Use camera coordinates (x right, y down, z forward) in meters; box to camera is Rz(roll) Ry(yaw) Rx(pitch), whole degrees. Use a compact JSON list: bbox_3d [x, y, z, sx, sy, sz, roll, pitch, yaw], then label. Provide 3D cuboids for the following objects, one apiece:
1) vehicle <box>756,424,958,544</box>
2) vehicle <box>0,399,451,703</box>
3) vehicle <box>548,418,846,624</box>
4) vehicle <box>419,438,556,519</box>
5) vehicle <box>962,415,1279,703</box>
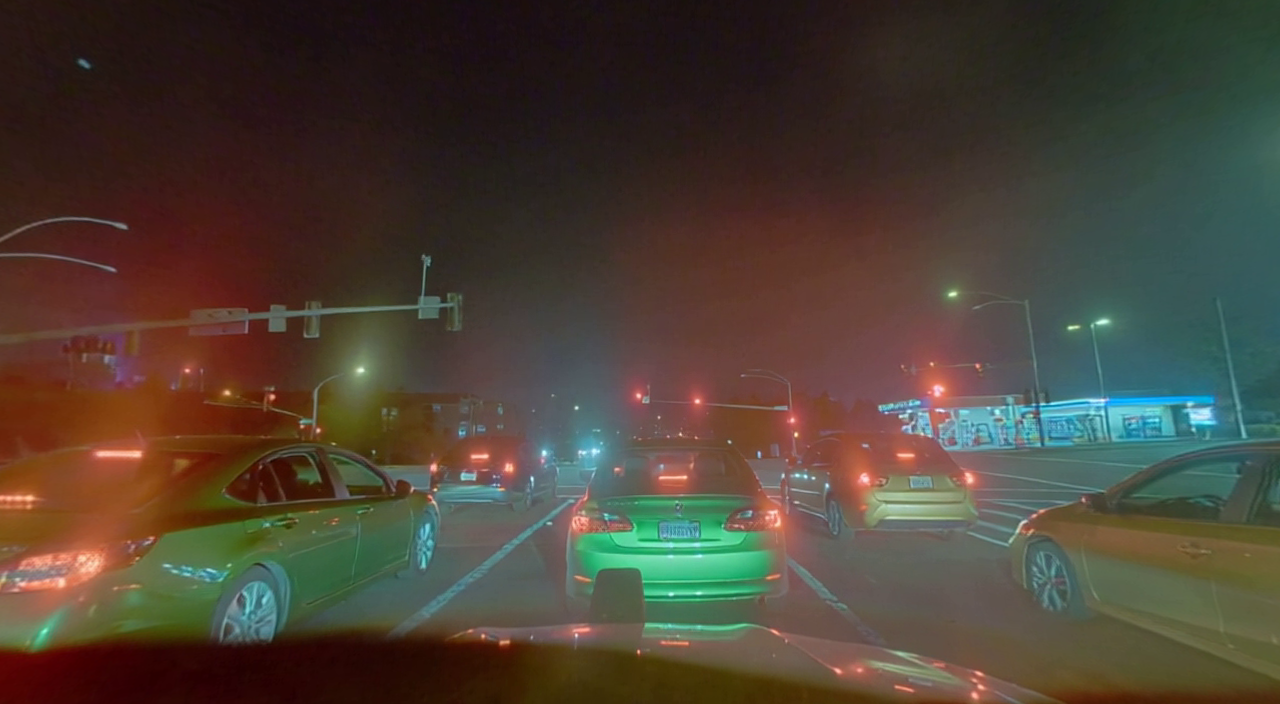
[{"bbox_3d":[3.377,2.127,10.792,1.947,1.630,4.127,0,-9,0],"label":"vehicle"},{"bbox_3d":[-3.008,1.256,4.608,1.887,1.493,4.255,0,-9,0],"label":"vehicle"},{"bbox_3d":[0.373,1.587,6.931,2.220,1.507,4.317,0,-9,-1],"label":"vehicle"},{"bbox_3d":[-3.079,2.641,13.694,1.867,1.474,4.237,0,-9,0],"label":"vehicle"},{"bbox_3d":[4.174,1.142,3.638,1.950,1.497,4.686,0,-9,-3],"label":"vehicle"}]
